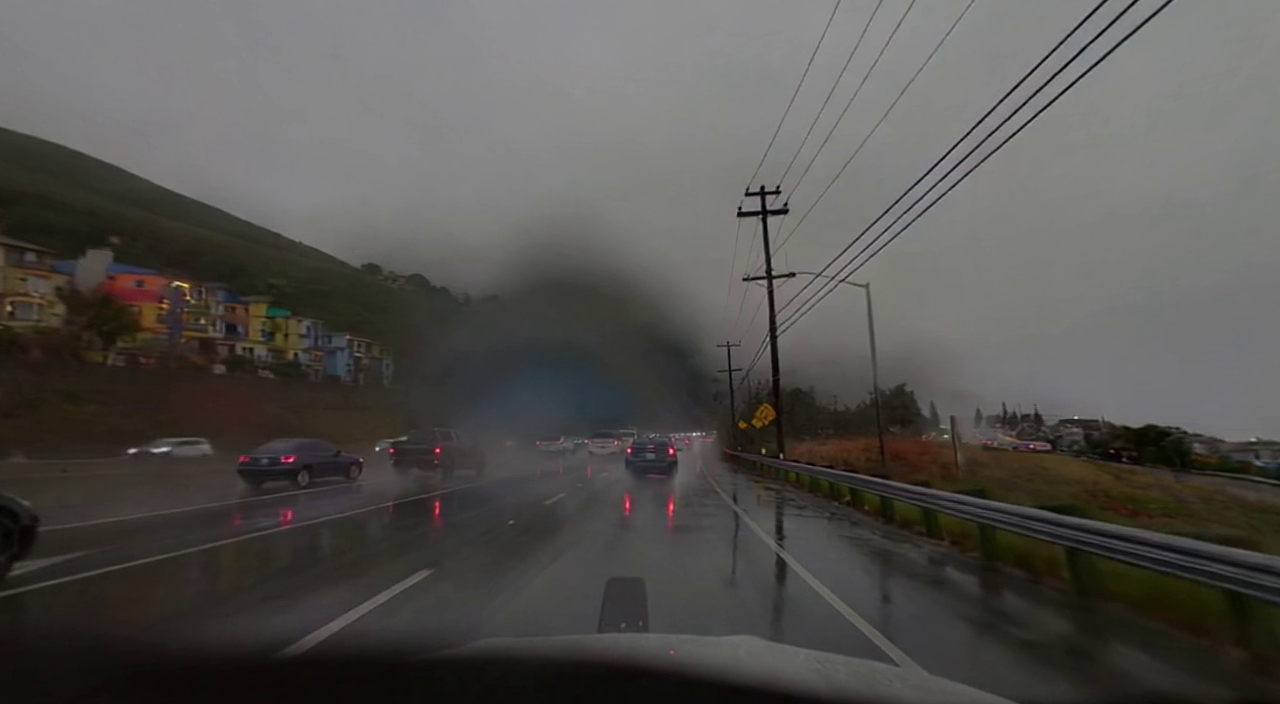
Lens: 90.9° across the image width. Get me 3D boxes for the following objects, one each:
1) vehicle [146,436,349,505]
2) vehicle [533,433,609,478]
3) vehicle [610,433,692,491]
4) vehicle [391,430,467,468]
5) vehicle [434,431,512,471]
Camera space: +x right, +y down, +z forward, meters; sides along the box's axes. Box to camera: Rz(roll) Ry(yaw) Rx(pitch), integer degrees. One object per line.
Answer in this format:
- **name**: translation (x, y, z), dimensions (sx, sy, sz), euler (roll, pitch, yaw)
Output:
- **vehicle**: translation (-9.618, 2.905, 16.000), dimensions (1.959, 1.469, 4.450), euler (-1, -8, 6)
- **vehicle**: translation (-2.660, 4.126, 25.478), dimensions (2.121, 1.639, 4.383), euler (-1, -8, 6)
- **vehicle**: translation (0.386, 3.150, 18.425), dimensions (2.109, 1.495, 3.935), euler (-1, -8, 3)
- **vehicle**: translation (-11.775, 5.474, 35.593), dimensions (2.105, 1.971, 4.868), euler (-1, -8, 7)
- **vehicle**: translation (-8.125, 4.862, 31.160), dimensions (2.080, 1.833, 4.461), euler (-1, -8, 8)
